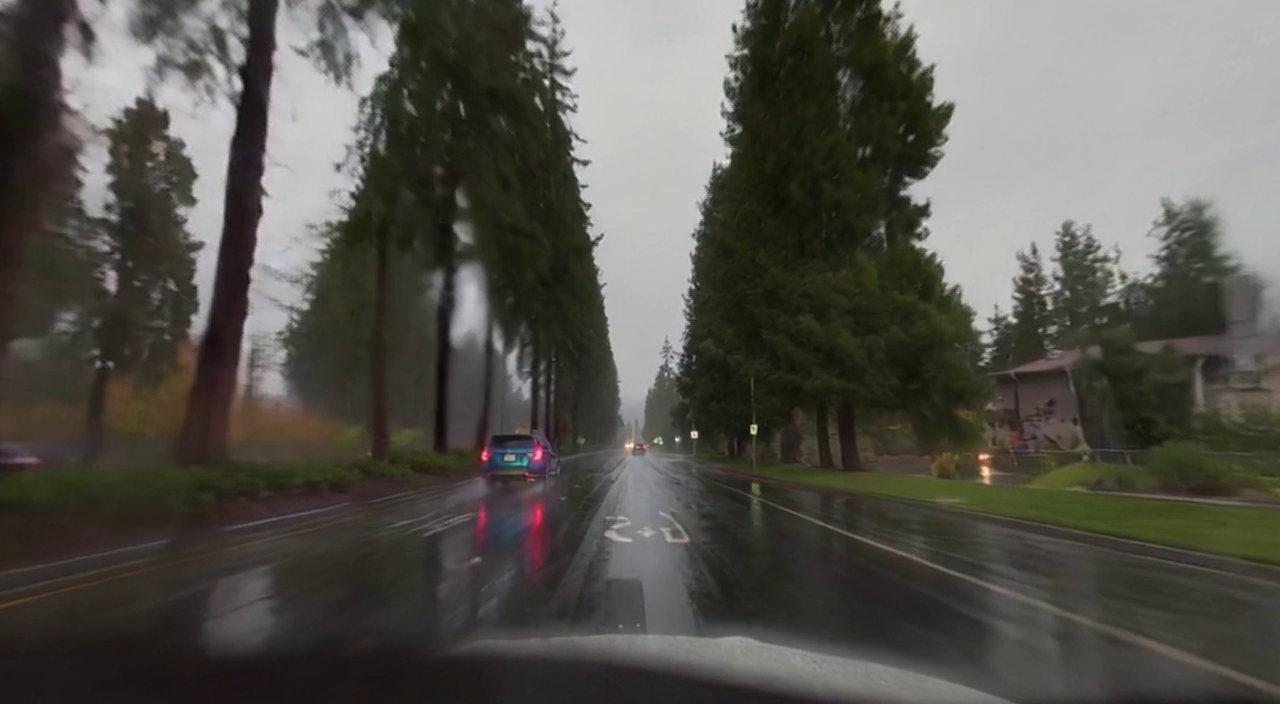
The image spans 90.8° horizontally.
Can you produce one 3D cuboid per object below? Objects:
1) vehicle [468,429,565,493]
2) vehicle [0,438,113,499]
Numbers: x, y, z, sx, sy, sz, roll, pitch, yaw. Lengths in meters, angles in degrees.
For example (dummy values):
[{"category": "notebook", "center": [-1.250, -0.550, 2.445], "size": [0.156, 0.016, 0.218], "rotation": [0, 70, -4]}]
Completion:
[{"category": "vehicle", "center": [-3.659, 3.326, 19.571], "size": [2.078, 1.748, 4.279], "rotation": [0, -8, 0]}, {"category": "vehicle", "center": [-25.831, 4.590, 25.152], "size": [2.691, 2.305, 8.031], "rotation": [0, -8, 1]}]
